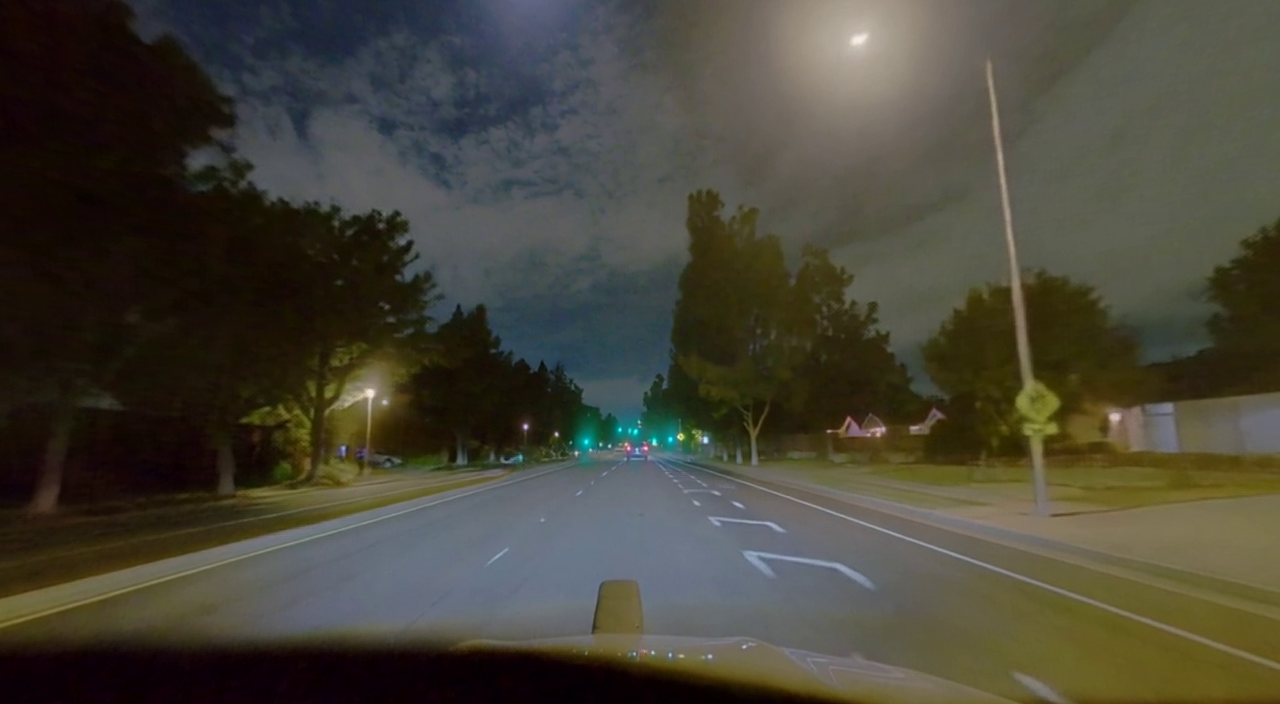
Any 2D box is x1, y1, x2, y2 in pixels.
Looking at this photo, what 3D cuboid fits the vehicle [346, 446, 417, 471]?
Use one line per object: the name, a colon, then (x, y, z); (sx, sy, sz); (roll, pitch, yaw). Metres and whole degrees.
vehicle: (-18.944, 7.822, 46.209); (4.170, 1.704, 2.174); (0, -9, 4)
